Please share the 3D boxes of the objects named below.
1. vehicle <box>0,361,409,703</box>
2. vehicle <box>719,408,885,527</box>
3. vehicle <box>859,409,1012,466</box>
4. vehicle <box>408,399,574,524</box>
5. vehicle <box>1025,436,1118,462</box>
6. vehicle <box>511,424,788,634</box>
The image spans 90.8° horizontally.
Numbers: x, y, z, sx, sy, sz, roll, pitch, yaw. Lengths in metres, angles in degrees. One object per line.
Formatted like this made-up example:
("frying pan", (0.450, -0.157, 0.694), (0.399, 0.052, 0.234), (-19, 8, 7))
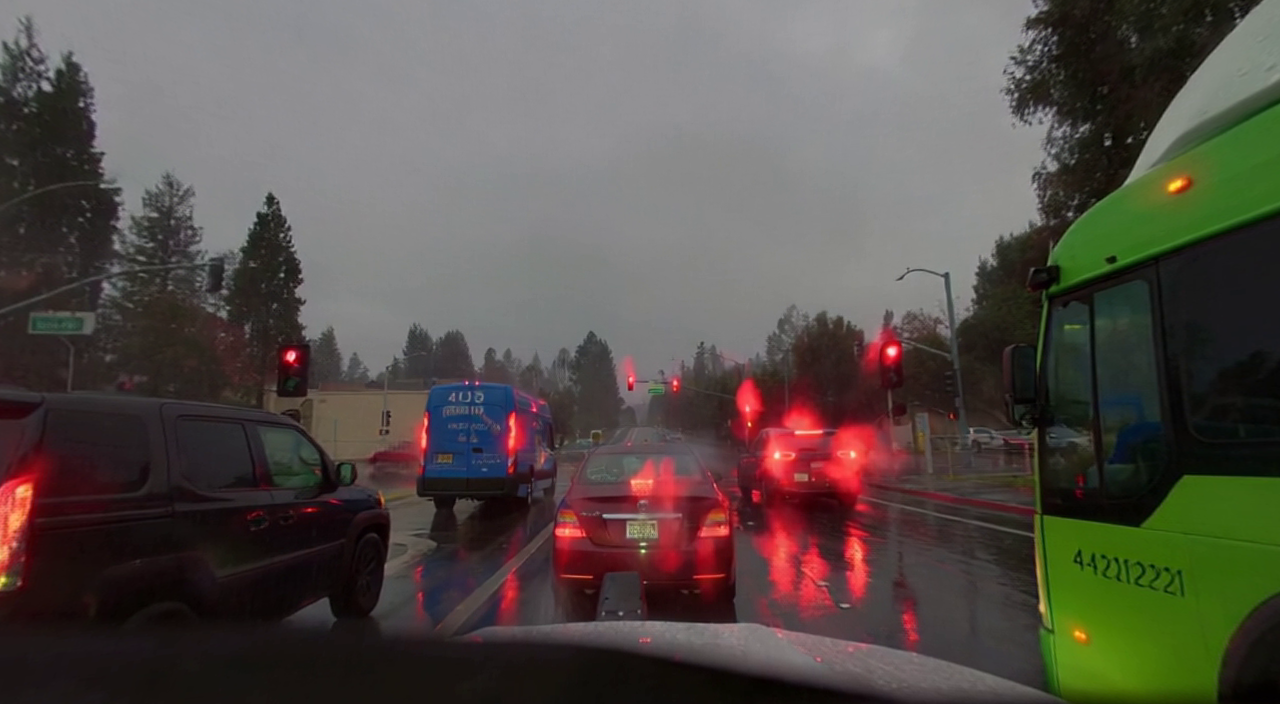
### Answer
("vehicle", (-3.410, 1.178, 4.633), (1.921, 1.701, 3.989), (0, -8, 0))
("vehicle", (3.143, 2.400, 13.684), (2.143, 2.036, 5.367), (0, -8, 0))
("vehicle", (17.588, 5.134, 37.928), (7.839, 3.213, 2.628), (0, -9, -3))
("vehicle", (-2.938, 2.348, 13.961), (2.335, 2.221, 5.165), (0, -8, 1))
("vehicle", (25.880, 5.827, 37.991), (4.229, 1.489, 1.794), (0, -8, -1))
("vehicle", (0.061, 1.547, 6.415), (1.976, 1.485, 3.624), (0, -8, 0))
